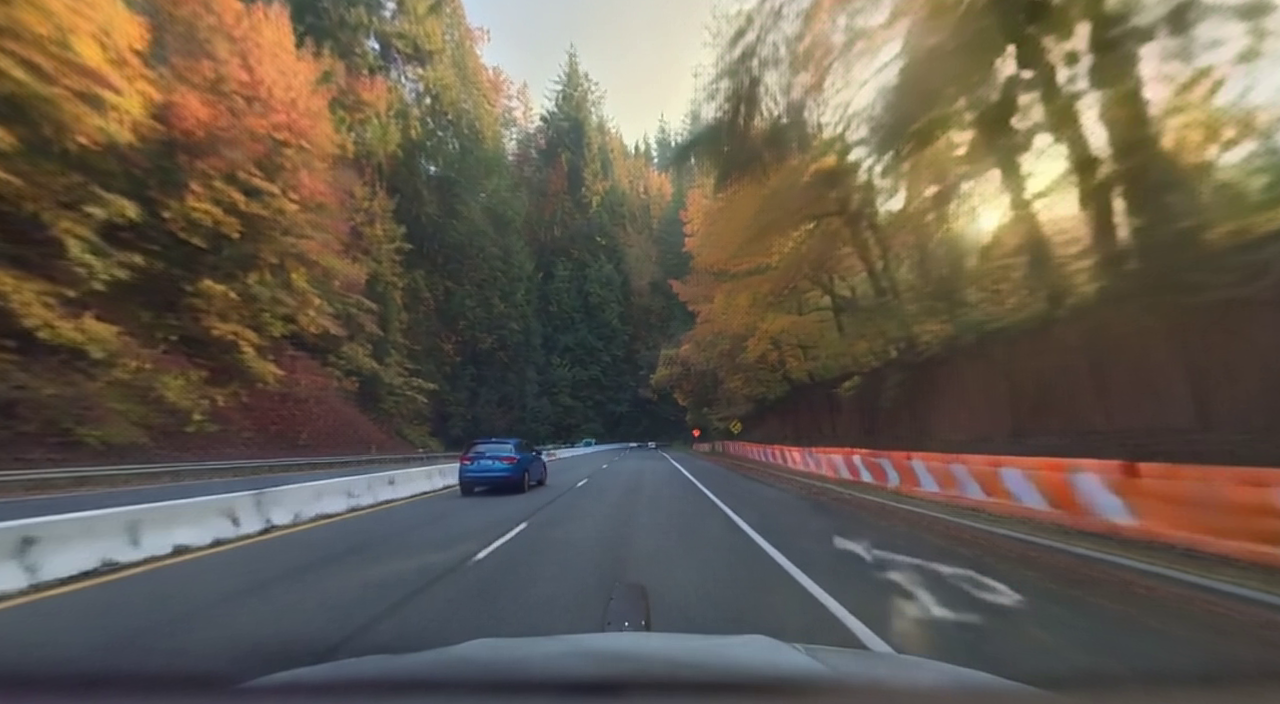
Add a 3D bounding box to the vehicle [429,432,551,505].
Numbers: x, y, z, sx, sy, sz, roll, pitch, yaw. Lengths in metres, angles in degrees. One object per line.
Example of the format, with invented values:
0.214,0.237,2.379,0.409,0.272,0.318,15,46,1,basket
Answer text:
-3.447,2.740,15.288,1.902,1.505,4.016,0,-8,1,vehicle
